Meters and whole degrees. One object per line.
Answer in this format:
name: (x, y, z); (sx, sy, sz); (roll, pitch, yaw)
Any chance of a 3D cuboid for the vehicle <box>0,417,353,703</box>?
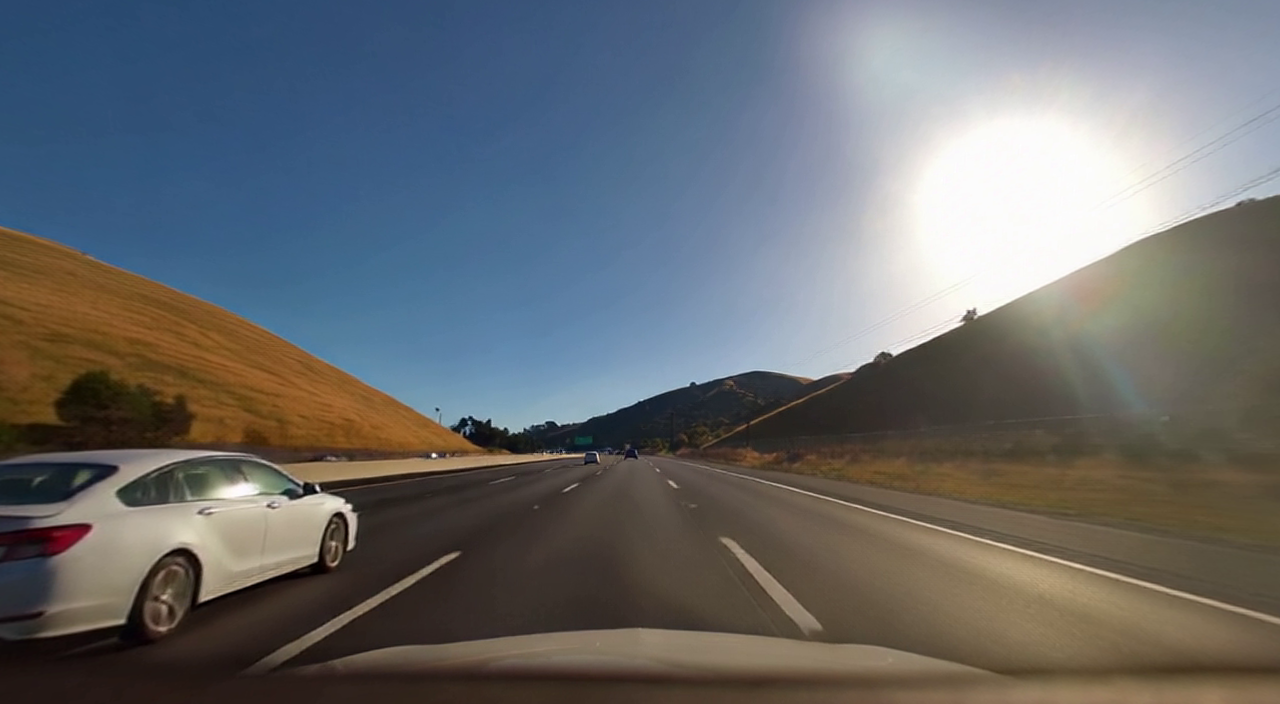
vehicle: (-4.153, 1.258, 4.297); (2.064, 1.489, 4.966); (0, -9, 0)
